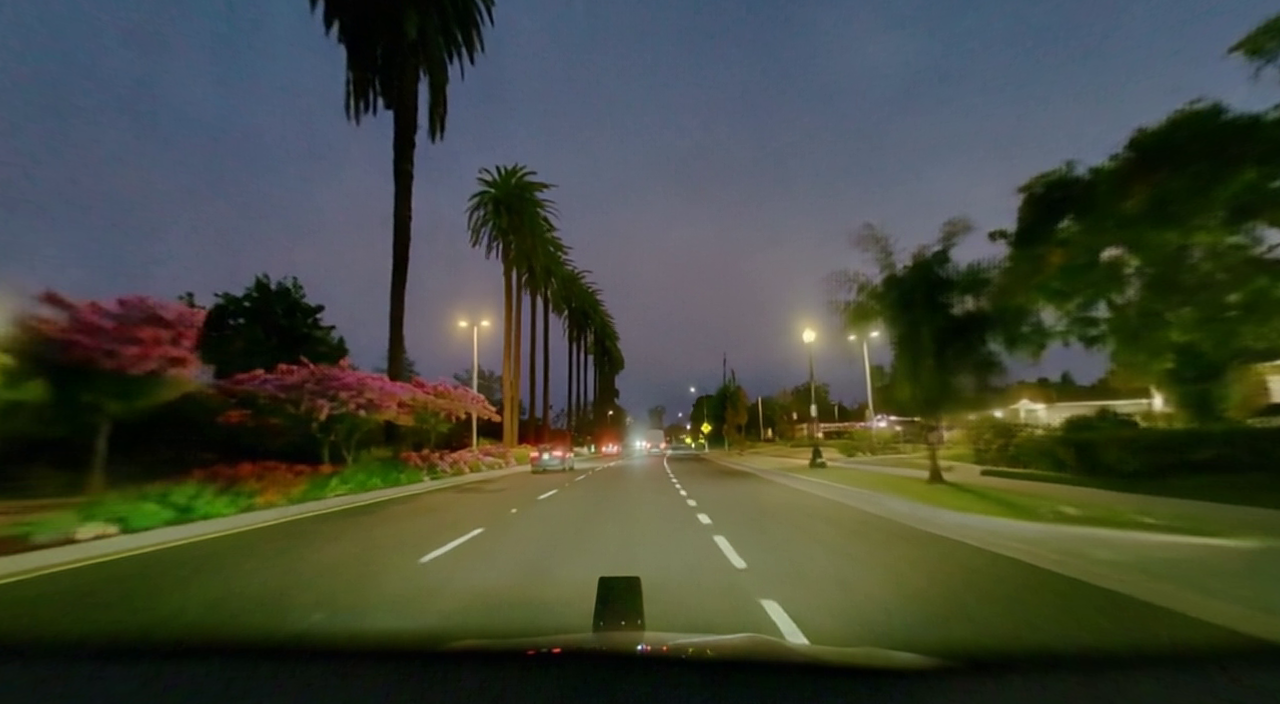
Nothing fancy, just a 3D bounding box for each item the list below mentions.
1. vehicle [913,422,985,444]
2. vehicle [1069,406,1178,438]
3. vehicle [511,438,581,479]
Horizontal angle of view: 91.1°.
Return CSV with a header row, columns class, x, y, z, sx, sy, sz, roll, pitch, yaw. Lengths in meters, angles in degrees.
class,x,y,z,sx,sy,sz,roll,pitch,yaw
vehicle,21.856,5.770,44.572,4.168,1.489,1.768,0,-7,8
vehicle,24.943,3.640,32.517,3.956,1.565,1.886,-1,-8,4
vehicle,-3.703,4.283,25.583,2.036,1.478,4.508,0,-8,1
